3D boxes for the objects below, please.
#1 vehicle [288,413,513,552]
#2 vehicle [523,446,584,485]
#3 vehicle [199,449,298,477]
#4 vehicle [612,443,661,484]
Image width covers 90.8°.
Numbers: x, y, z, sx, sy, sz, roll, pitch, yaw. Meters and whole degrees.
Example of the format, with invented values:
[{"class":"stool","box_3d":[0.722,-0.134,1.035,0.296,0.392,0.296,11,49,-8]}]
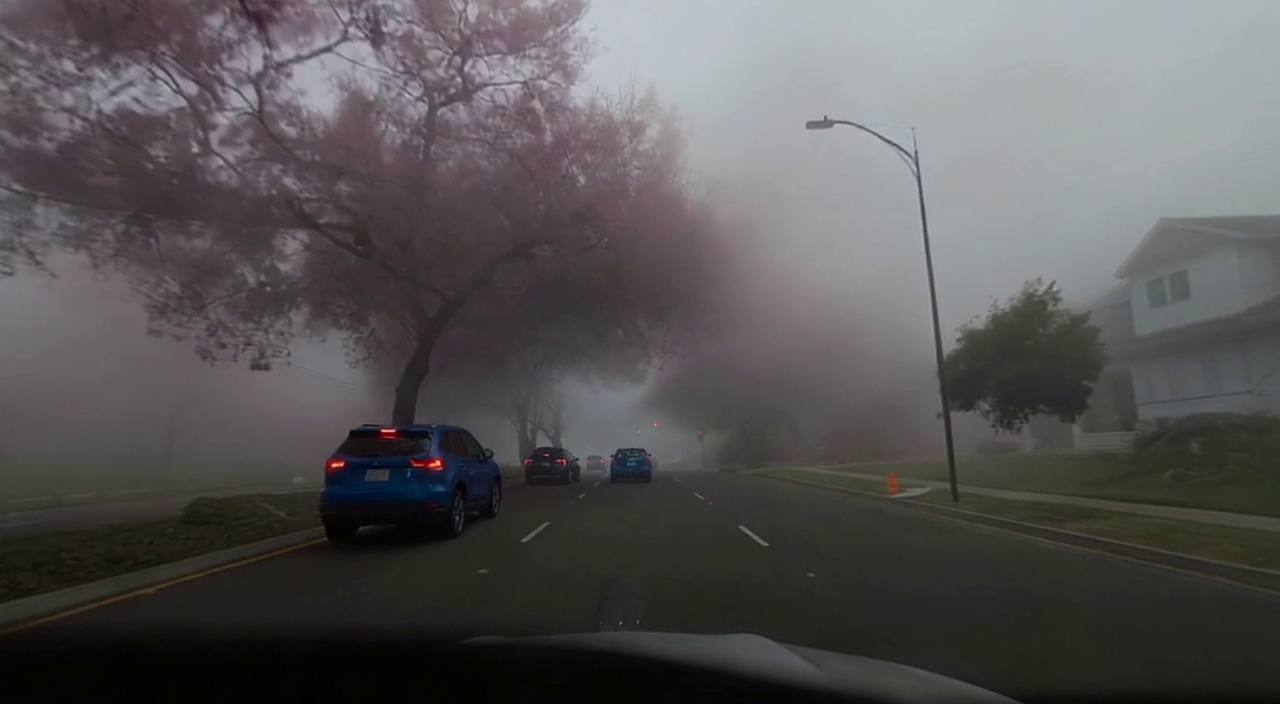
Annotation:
[{"class":"vehicle","box_3d":[-3.824,2.172,11.269,2.161,1.919,4.798,0,-8,-1]},{"class":"vehicle","box_3d":[-3.727,4.969,27.936,2.066,1.565,3.905,0,-8,1]},{"class":"vehicle","box_3d":[-28.539,8.093,46.290,5.692,1.926,2.274,3,-9,-18]},{"class":"vehicle","box_3d":[-0.144,4.848,27.789,1.997,1.636,3.760,0,-8,0]}]
